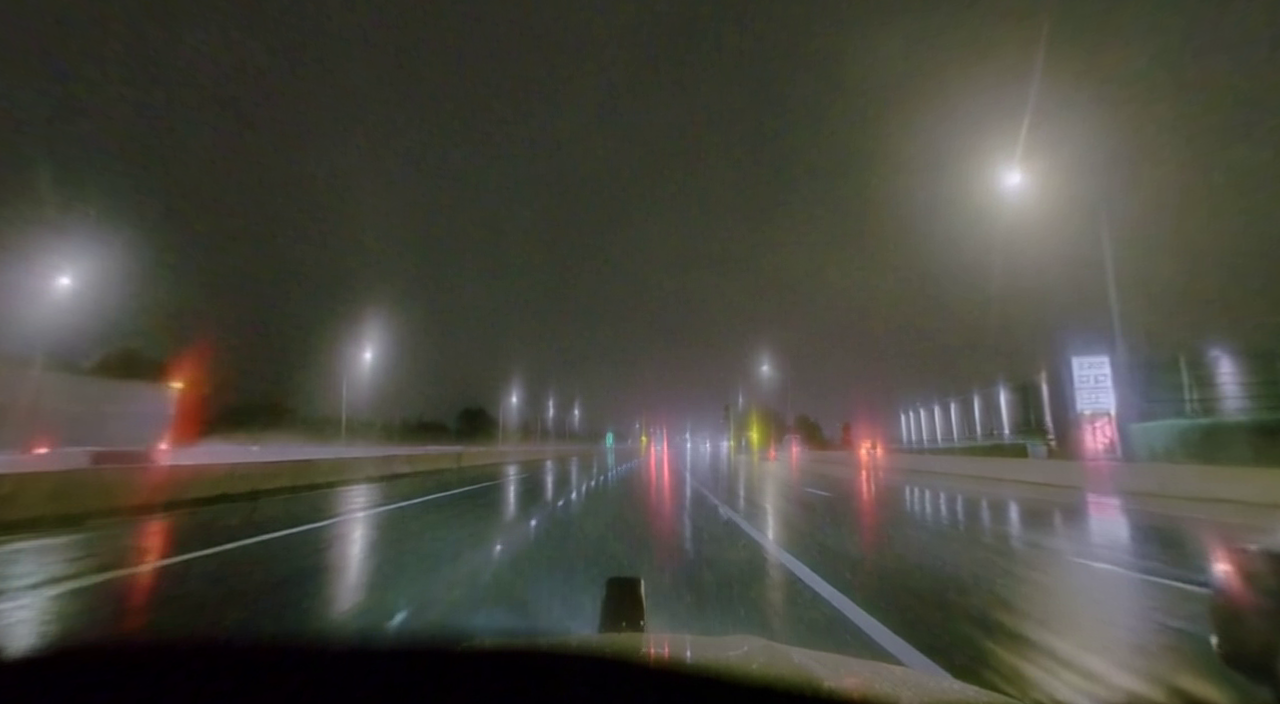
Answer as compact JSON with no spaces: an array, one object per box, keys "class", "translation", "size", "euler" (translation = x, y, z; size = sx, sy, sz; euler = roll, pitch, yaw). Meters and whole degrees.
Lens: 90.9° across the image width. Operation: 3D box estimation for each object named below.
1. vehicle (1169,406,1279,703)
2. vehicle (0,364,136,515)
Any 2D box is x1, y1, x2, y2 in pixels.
[{"class":"vehicle","translation":[3.681,0.705,0.794],"size":[1.999,1.492,4.673],"euler":[0,-8,1]},{"class":"vehicle","translation":[-14.133,1.624,11.493],"size":[2.843,2.970,8.404],"euler":[-2,-9,1]}]
